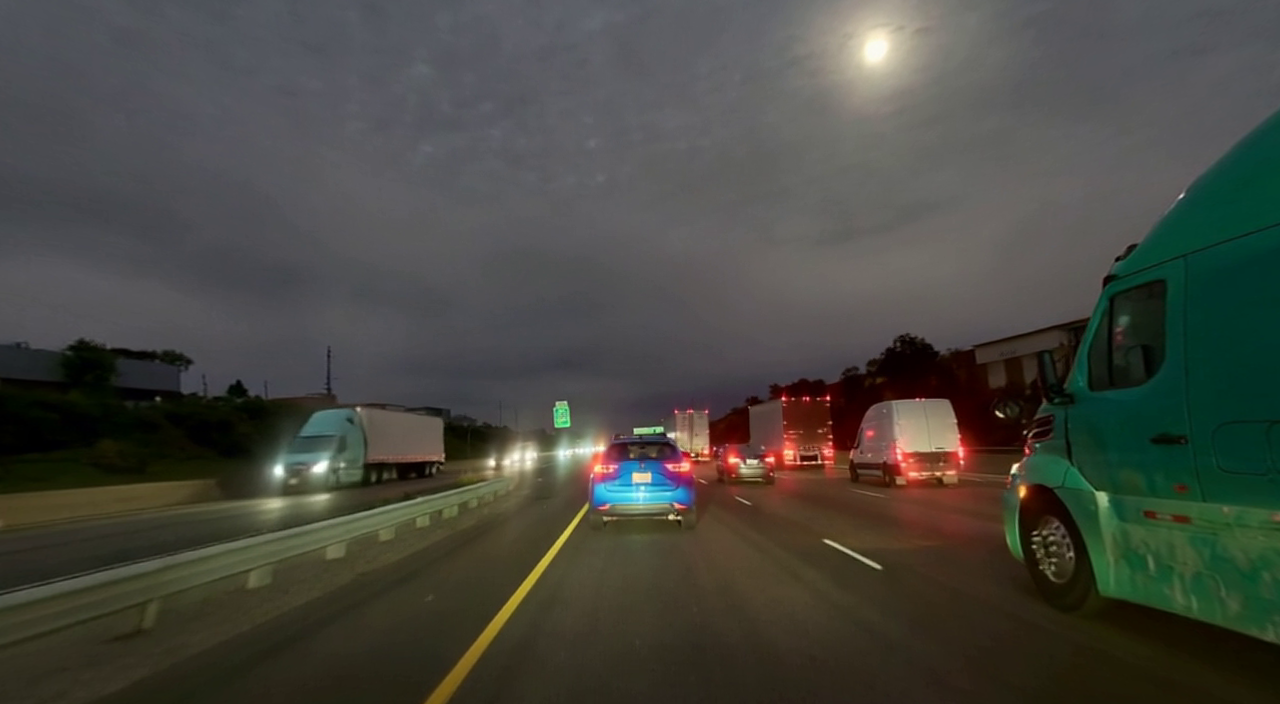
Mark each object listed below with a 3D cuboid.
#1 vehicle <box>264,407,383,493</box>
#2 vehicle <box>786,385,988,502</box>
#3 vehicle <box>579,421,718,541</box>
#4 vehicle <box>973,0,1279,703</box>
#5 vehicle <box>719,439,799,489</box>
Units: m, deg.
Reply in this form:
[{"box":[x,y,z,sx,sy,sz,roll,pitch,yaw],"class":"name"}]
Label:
[{"box":[-16.101,5.042,32.454,3.025,3.994,5.884,0,-9,-1],"class":"vehicle"},{"box":[8.039,3.306,22.585,2.799,3.188,10.578,0,-9,-1],"class":"vehicle"},{"box":[0.129,2.089,10.623,1.965,1.664,3.428,-1,-9,0],"class":"vehicle"},{"box":[4.230,-0.177,1.890,2.987,3.877,5.881,0,-9,0],"class":"vehicle"},{"box":[3.910,3.767,21.285,1.859,1.512,3.711,0,-9,-2],"class":"vehicle"}]
